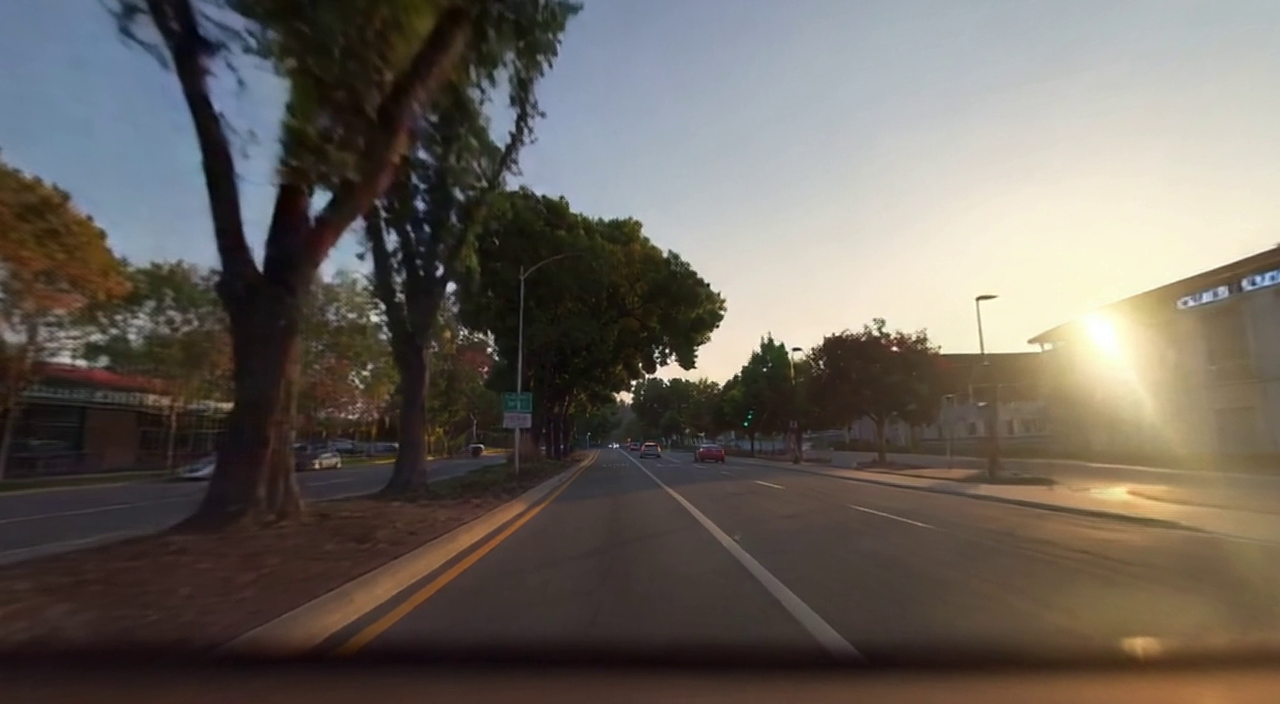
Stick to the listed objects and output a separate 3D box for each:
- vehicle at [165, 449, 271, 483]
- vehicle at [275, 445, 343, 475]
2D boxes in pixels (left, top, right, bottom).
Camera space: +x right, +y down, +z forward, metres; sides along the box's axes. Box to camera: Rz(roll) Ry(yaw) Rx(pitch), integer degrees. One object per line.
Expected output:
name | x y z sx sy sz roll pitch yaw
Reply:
vehicle | -20.088 5.413 30.347 1.915 1.477 4.773 0 -8 -2
vehicle | -20.501 6.672 39.348 1.957 1.643 4.460 0 -7 -2
